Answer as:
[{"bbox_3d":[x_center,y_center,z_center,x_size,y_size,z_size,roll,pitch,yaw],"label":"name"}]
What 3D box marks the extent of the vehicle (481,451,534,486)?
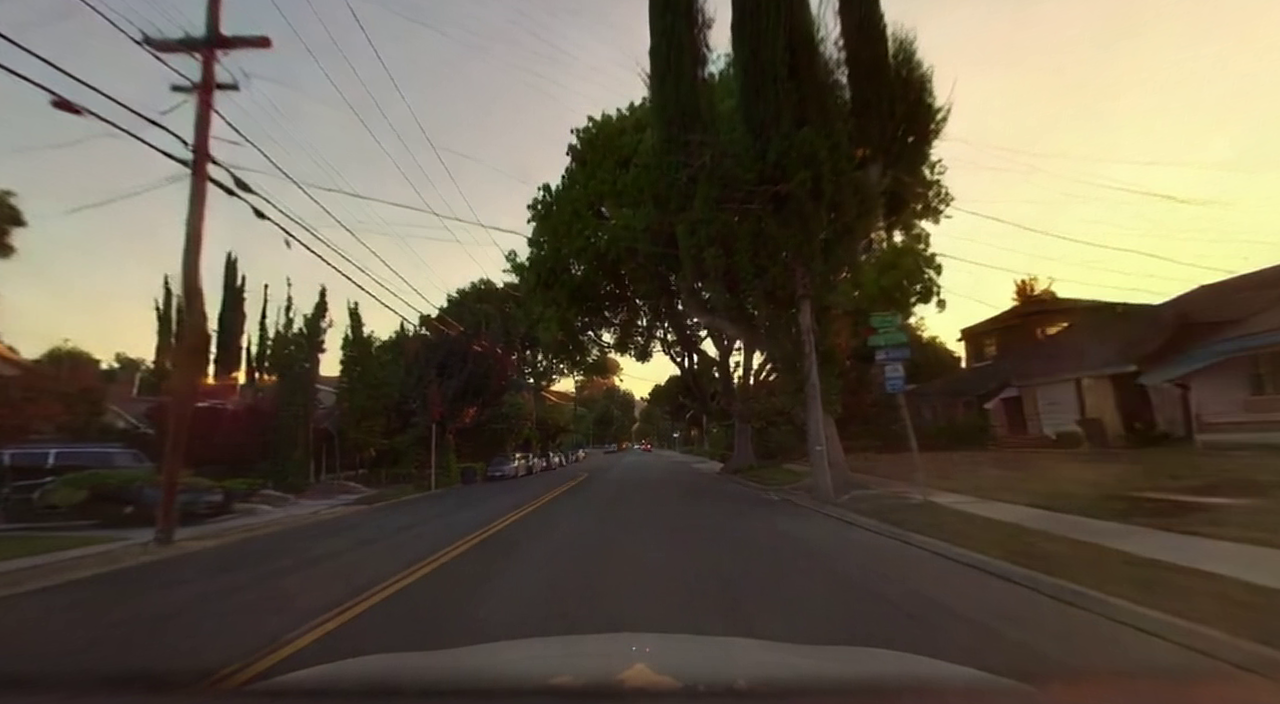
[{"bbox_3d":[-7.274,6.411,35.143,1.869,1.442,4.344,-9,-8,-1],"label":"vehicle"}]
